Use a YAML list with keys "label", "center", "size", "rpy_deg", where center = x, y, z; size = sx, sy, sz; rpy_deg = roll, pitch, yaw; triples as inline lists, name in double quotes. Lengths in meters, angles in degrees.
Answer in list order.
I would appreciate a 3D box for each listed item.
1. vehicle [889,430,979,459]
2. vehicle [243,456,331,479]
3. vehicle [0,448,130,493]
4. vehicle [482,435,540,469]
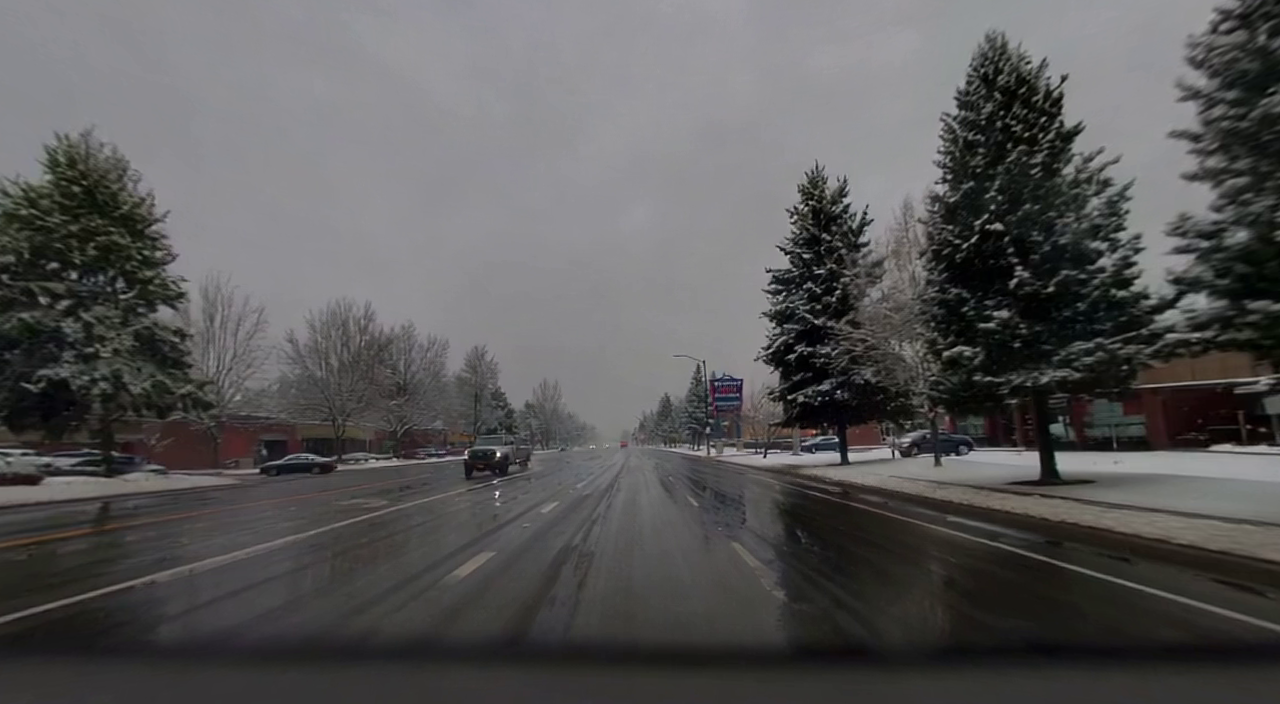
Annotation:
- label: "vehicle"
  center: [16.663, 5.233, 35.781]
  size: [4.647, 1.514, 1.891]
  rpy_deg: [4, -9, -23]
- label: "vehicle"
  center: [-23.270, 7.617, 41.770]
  size: [4.578, 1.448, 1.904]
  rpy_deg: [0, -8, -2]
- label: "vehicle"
  center: [-30.451, 6.152, 33.288]
  size: [2.271, 1.965, 5.778]
  rpy_deg: [-3, -7, 0]
- label: "vehicle"
  center: [-7.826, 6.106, 38.917]
  size: [2.452, 1.905, 6.188]
  rpy_deg: [0, -8, -2]
